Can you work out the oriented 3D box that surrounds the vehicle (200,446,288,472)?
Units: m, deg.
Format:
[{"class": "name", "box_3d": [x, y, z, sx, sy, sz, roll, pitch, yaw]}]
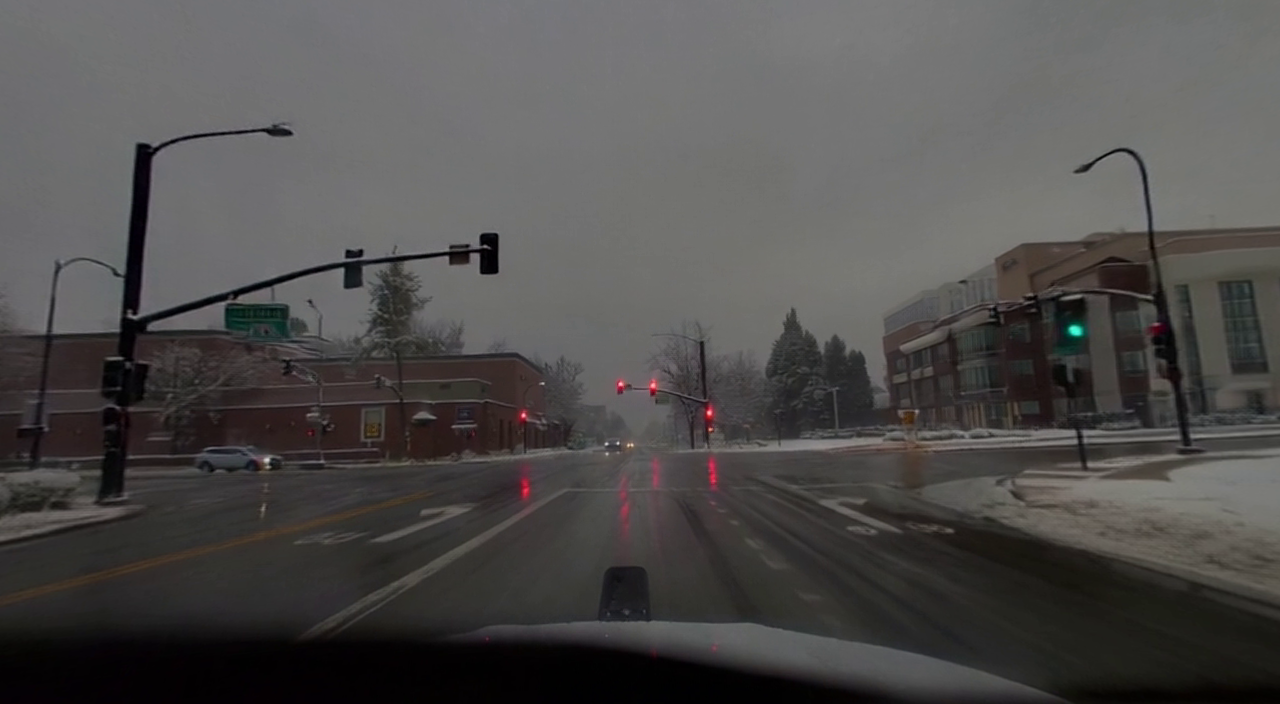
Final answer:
[{"class": "vehicle", "box_3d": [-25.069, 6.769, 39.999, 4.332, 1.573, 1.900, 0, -8, 3]}]
